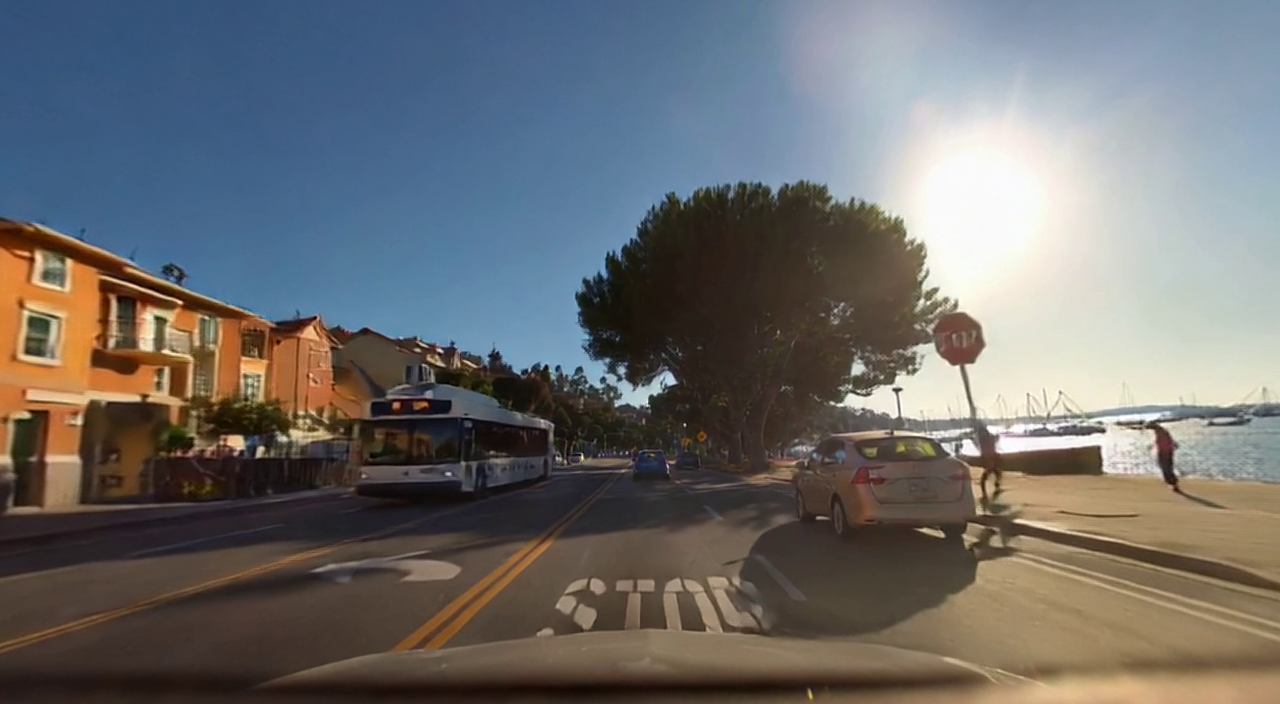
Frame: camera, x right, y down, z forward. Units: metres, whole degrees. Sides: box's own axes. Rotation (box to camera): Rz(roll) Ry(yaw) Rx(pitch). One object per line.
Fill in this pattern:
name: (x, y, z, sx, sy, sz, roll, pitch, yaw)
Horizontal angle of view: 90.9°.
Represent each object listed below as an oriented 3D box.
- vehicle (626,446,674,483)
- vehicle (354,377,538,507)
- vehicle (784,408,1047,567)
vehicle: (0.434, 5.373, 30.384, 2.132, 1.632, 3.838, 0, -9, 0)
vehicle: (-6.092, 3.210, 22.191, 3.102, 3.524, 9.830, 0, -9, 1)
vehicle: (3.685, 1.903, 9.529, 2.000, 1.809, 4.405, 0, -9, 1)
